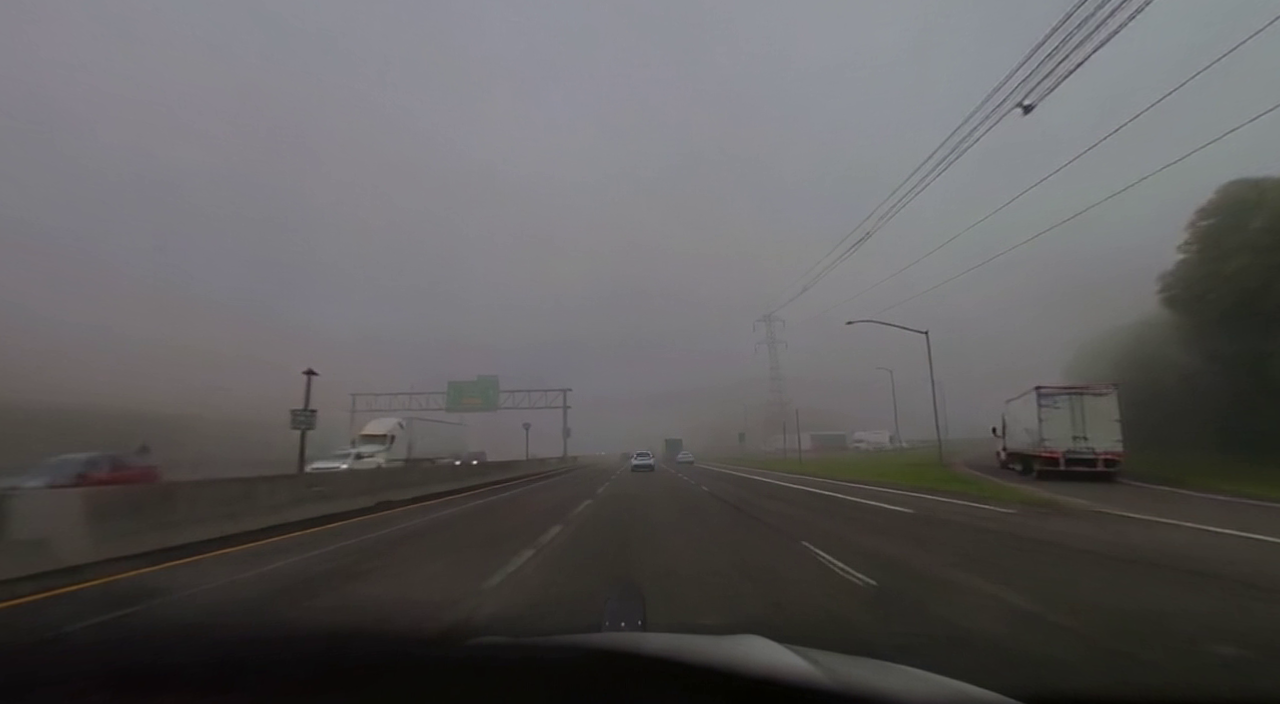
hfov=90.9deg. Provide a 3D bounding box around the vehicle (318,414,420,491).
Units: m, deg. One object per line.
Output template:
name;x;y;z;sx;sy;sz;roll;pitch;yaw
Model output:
vehicle;-15.508;5.837;36.643;2.996;4.046;6.372;0;-9;0

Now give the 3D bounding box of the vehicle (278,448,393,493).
vehicle;-11.298;4.412;23.825;1.950;1.505;4.757;0;-9;0

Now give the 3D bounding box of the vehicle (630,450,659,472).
vehicle;0.319;8.231;47.727;2.111;1.599;3.859;0;-9;1

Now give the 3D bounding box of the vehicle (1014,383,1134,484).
vehicle;21.731;4.274;32.200;3.327;4.408;8.189;-4;-10;24
